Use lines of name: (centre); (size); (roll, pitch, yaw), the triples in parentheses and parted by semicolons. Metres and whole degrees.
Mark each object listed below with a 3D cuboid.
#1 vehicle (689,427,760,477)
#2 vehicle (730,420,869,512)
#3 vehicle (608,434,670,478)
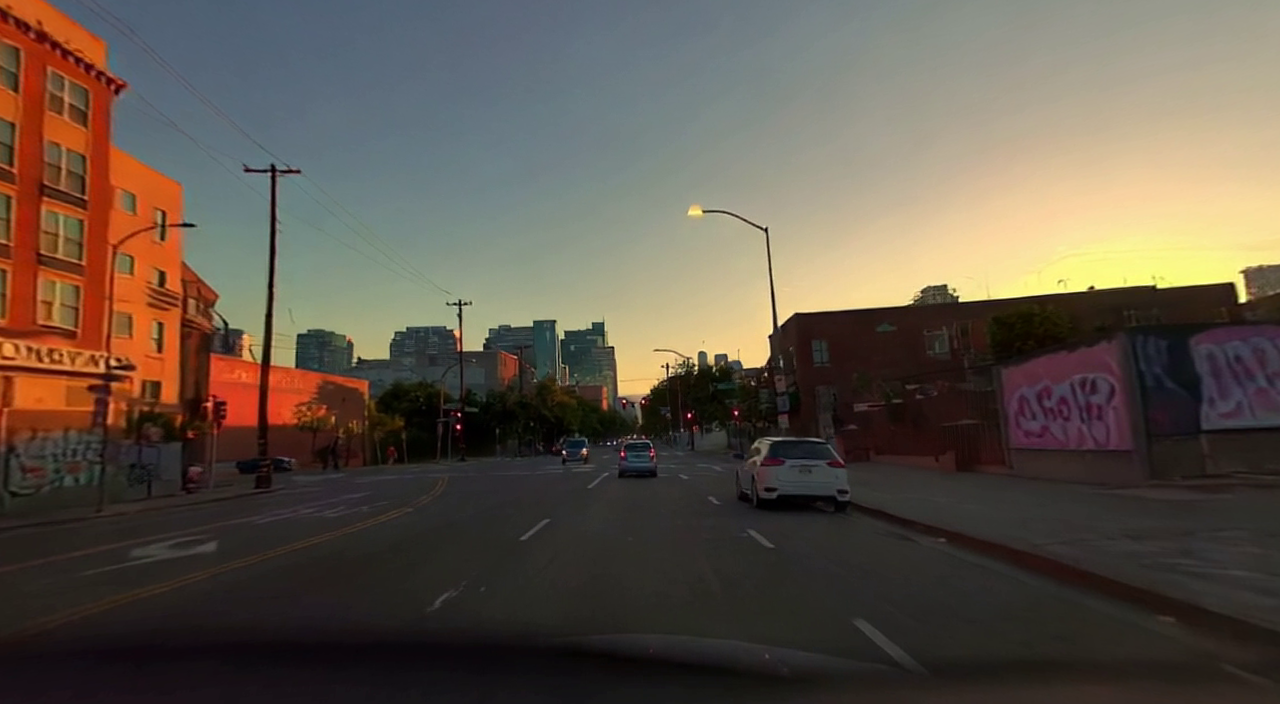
vehicle: (3.191, 3.903, 24.687); (2.060, 1.783, 4.579); (0, -8, -1)
vehicle: (3.337, 2.477, 14.135); (1.938, 1.714, 4.402); (0, -8, -1)
vehicle: (-0.029, 3.931, 23.998); (2.153, 1.505, 4.452); (0, -8, 0)
